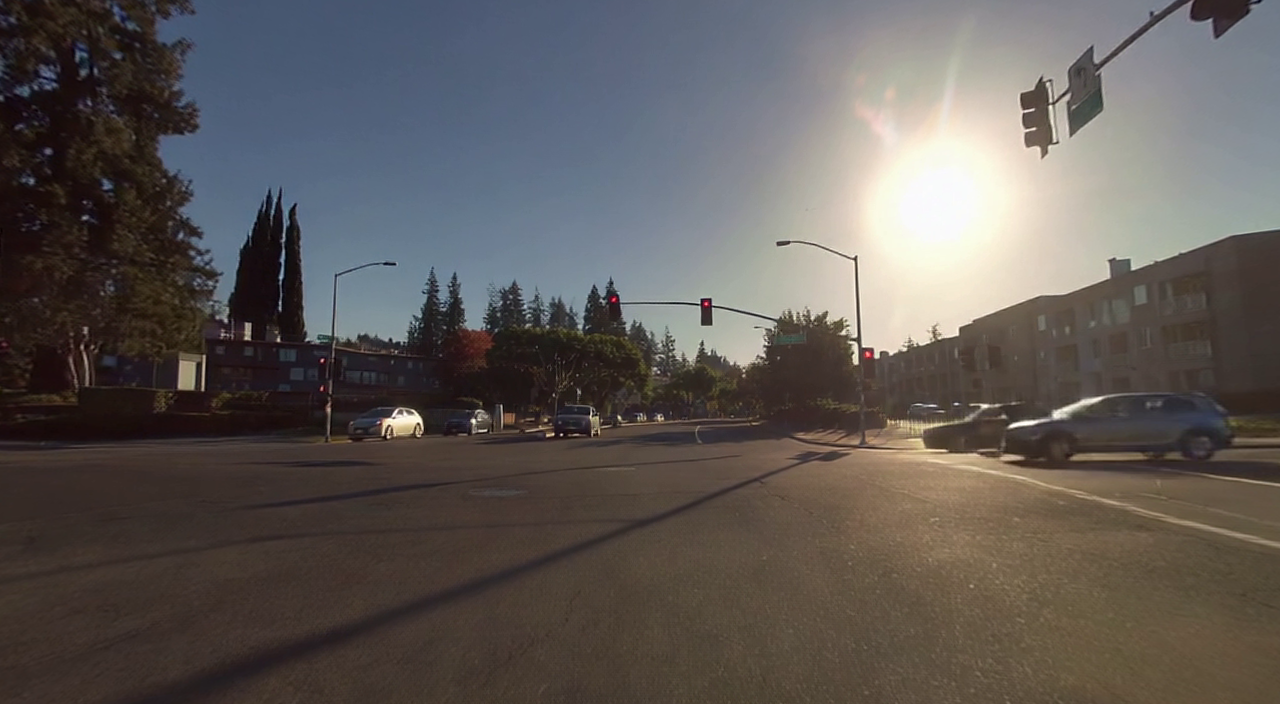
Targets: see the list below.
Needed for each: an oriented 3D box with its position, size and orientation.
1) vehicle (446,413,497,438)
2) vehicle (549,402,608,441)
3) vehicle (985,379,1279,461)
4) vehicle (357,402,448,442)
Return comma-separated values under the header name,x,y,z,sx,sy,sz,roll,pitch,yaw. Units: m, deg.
name,x,y,z,sx,sy,sz,roll,pitch,yaw
vehicle,-11.040,4.889,41.735,1.899,1.510,4.294,-1,-9,4
vehicle,-3.233,3.894,34.520,2.306,1.907,5.382,-1,-9,4
vehicle,11.985,1.741,15.735,5.383,1.870,2.203,-1,-9,4
vehicle,-12.330,3.770,33.289,2.340,1.902,4.920,-1,-9,8
